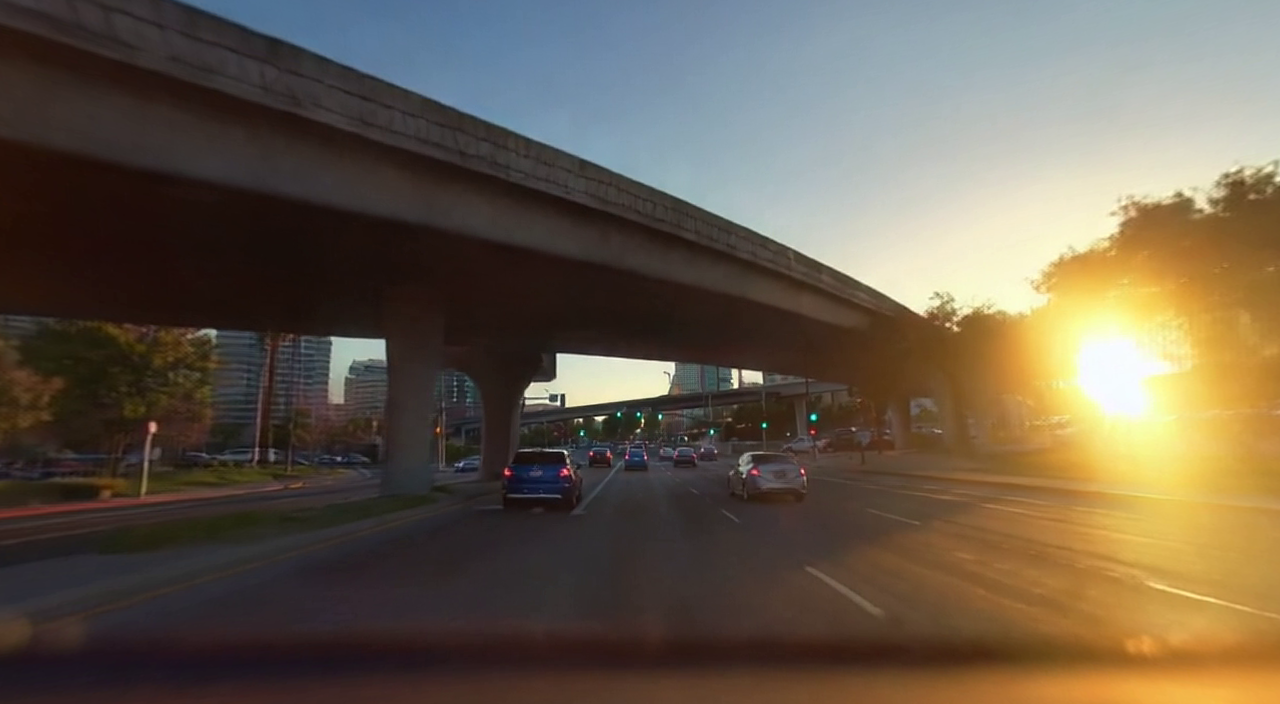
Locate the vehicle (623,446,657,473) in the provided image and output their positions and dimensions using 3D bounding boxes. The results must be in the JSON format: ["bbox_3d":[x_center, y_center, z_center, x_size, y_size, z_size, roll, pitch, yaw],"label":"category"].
[{"bbox_3d":[-0.020,7.188,42.083,2.172,1.694,4.055,0,-9,0],"label":"vehicle"}]

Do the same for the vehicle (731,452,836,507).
[{"bbox_3d":[4.131,3.723,18.812,2.156,1.404,4.120,0,-9,0],"label":"vehicle"}]

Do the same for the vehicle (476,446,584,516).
[{"bbox_3d":[-2.555,3.100,15.642,2.111,1.506,4.018,0,-9,-3],"label":"vehicle"}]
